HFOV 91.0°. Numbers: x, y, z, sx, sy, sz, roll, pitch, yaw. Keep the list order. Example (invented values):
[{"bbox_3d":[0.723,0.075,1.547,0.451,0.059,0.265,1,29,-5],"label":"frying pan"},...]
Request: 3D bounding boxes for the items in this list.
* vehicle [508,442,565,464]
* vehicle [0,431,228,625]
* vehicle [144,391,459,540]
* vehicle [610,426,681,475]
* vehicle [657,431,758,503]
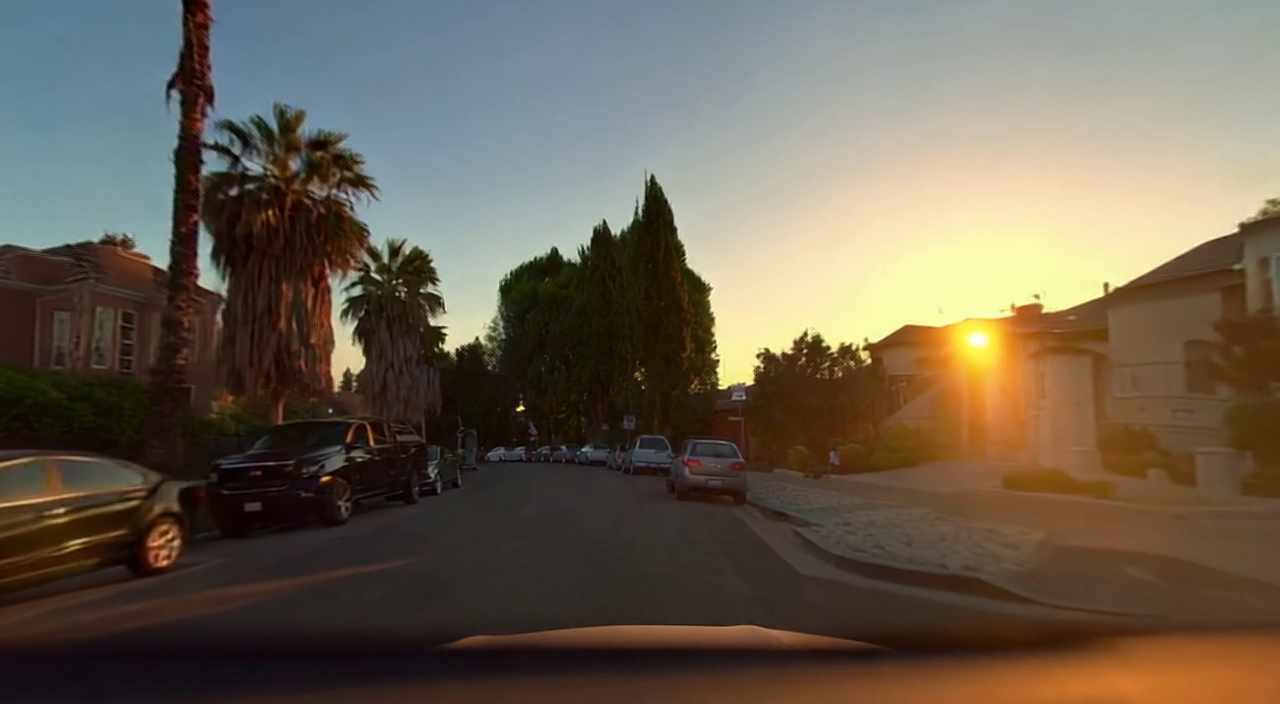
[{"bbox_3d":[-7.928,7.643,47.852,2.108,1.503,4.977,6,-10,-37],"label":"vehicle"},{"bbox_3d":[-6.219,1.545,5.840,1.875,1.585,4.184,0,-8,1],"label":"vehicle"},{"bbox_3d":[-5.918,2.136,12.579,2.624,2.178,6.522,0,-8,0],"label":"vehicle"},{"bbox_3d":[0.136,4.420,28.403,2.139,1.997,4.864,2,-8,-13],"label":"vehicle"},{"bbox_3d":[1.649,3.022,17.062,2.076,1.658,4.604,0,-8,-2],"label":"vehicle"}]
